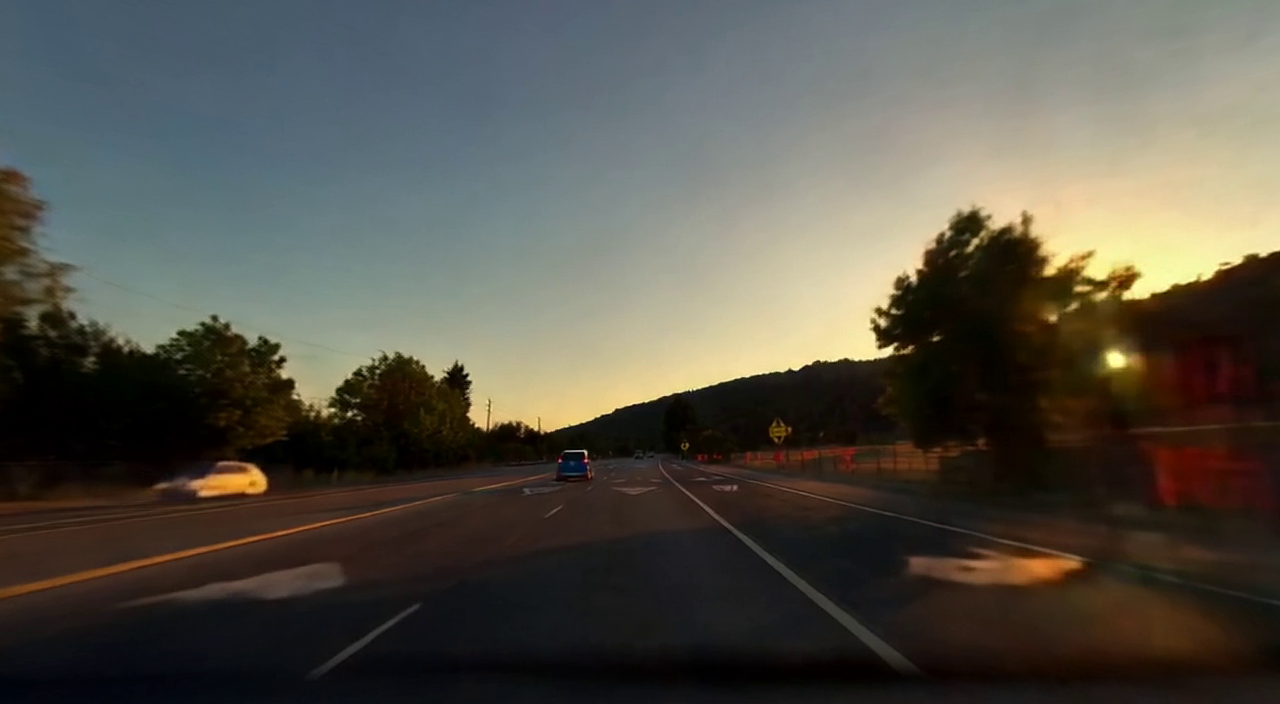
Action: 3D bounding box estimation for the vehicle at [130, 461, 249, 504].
[{"bbox_3d":[-16.944,4.908,23.967,1.719,1.419,3.715,0,-9,1],"label":"vehicle"}]

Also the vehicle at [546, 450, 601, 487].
[{"bbox_3d":[-3.133,5.618,30.671,2.053,1.647,4.252,-1,-9,2],"label":"vehicle"}]
